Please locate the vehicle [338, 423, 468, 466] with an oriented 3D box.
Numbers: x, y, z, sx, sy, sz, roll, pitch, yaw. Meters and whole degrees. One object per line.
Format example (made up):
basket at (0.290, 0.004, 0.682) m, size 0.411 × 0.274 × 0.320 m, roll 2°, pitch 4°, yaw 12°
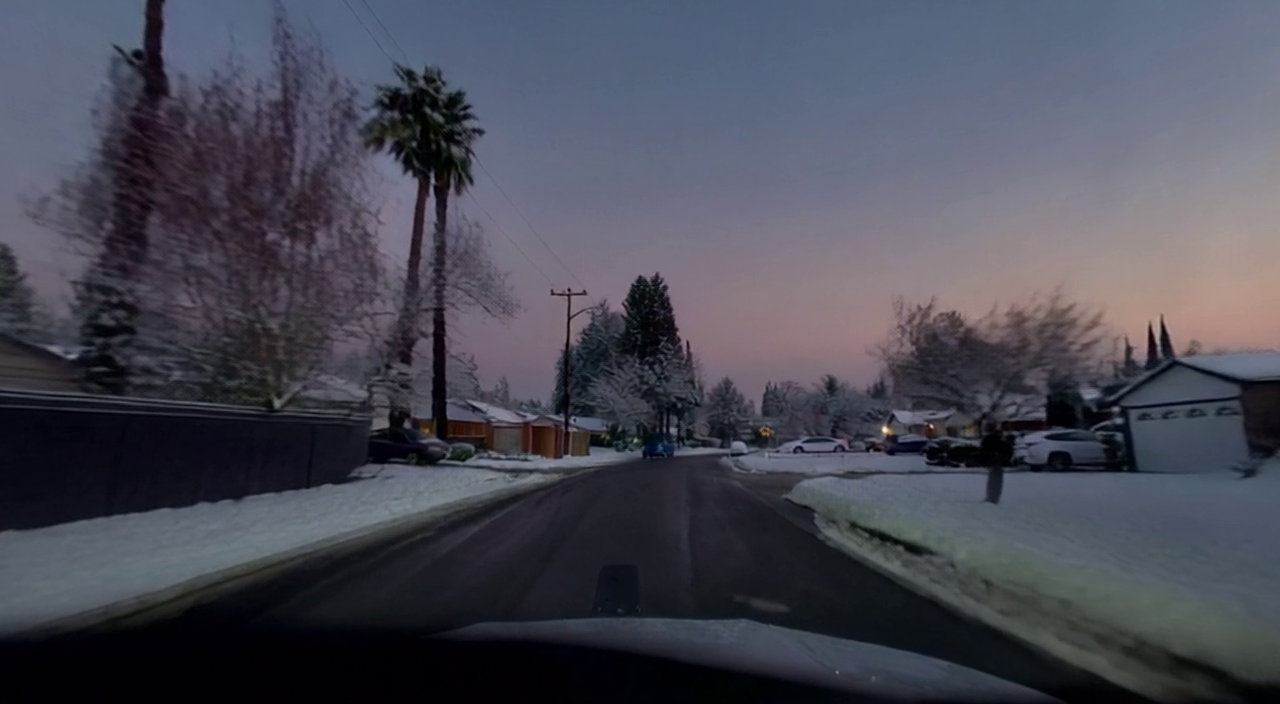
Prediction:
vehicle at (-11.572, 4.566, 31.158) m, size 5.497 × 1.983 × 2.191 m, roll 0°, pitch -9°, yaw 3°
